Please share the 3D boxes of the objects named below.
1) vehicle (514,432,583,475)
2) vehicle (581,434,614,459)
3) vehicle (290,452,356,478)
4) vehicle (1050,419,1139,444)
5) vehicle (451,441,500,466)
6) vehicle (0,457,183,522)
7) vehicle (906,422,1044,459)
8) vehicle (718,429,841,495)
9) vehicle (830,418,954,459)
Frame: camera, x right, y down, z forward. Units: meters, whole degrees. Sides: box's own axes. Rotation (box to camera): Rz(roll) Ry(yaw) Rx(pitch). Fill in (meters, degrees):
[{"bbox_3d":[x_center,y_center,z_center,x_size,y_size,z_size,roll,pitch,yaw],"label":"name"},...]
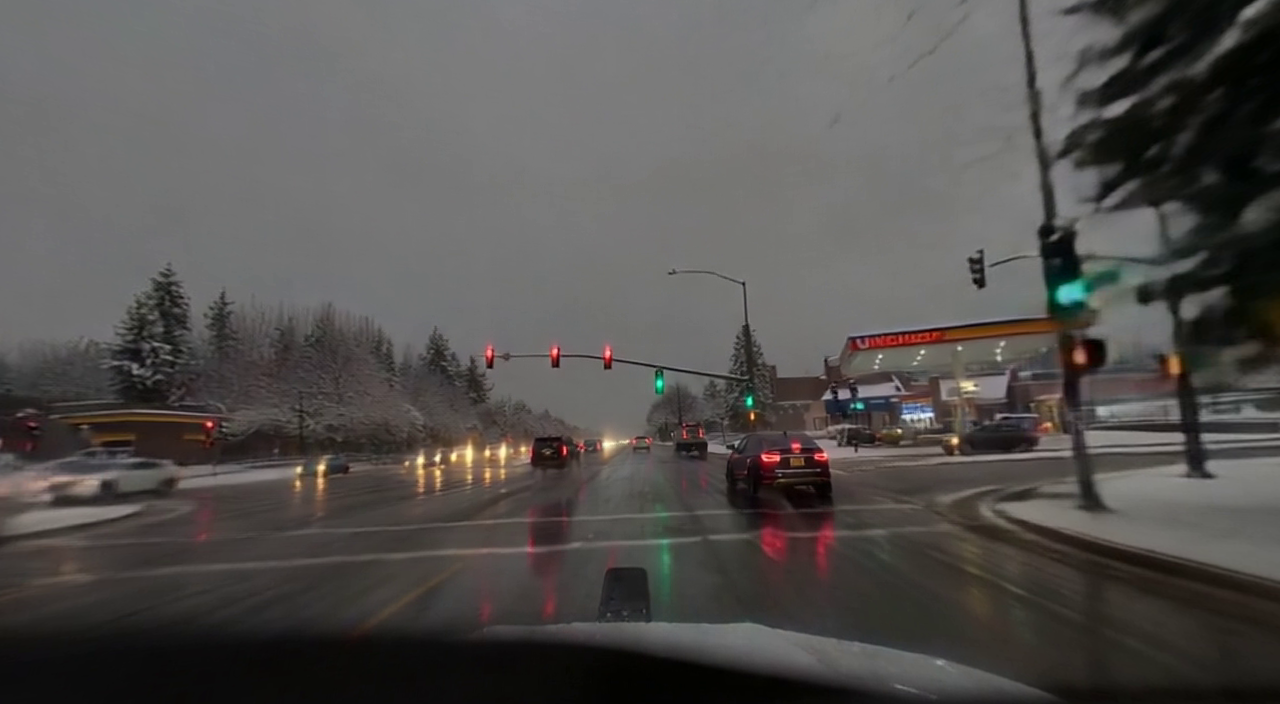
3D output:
[{"bbox_3d":[-3.821,4.338,27.151,2.250,1.713,4.422,0,-8,1],"label":"vehicle"},{"bbox_3d":[-3.252,7.366,49.249,2.126,1.810,4.414,0,-8,1],"label":"vehicle"},{"bbox_3d":[-21.933,7.823,43.791,2.061,1.643,4.614,0,-8,2],"label":"vehicle"},{"bbox_3d":[29.700,5.210,41.272,4.550,1.467,1.843,0,-8,-7],"label":"vehicle"},{"bbox_3d":[-11.431,7.074,44.067,2.091,1.644,4.645,0,-8,1],"label":"vehicle"},{"bbox_3d":[-15.568,3.718,17.608,2.011,1.450,4.679,0,-8,1],"label":"vehicle"},{"bbox_3d":[14.324,3.814,27.127,4.776,1.486,2.138,1,-8,-5],"label":"vehicle"},{"bbox_3d":[3.451,2.827,16.640,2.095,1.475,4.686,0,-8,-1],"label":"vehicle"},{"bbox_3d":[12.477,4.330,31.502,5.156,1.917,2.308,0,-8,2],"label":"vehicle"}]
